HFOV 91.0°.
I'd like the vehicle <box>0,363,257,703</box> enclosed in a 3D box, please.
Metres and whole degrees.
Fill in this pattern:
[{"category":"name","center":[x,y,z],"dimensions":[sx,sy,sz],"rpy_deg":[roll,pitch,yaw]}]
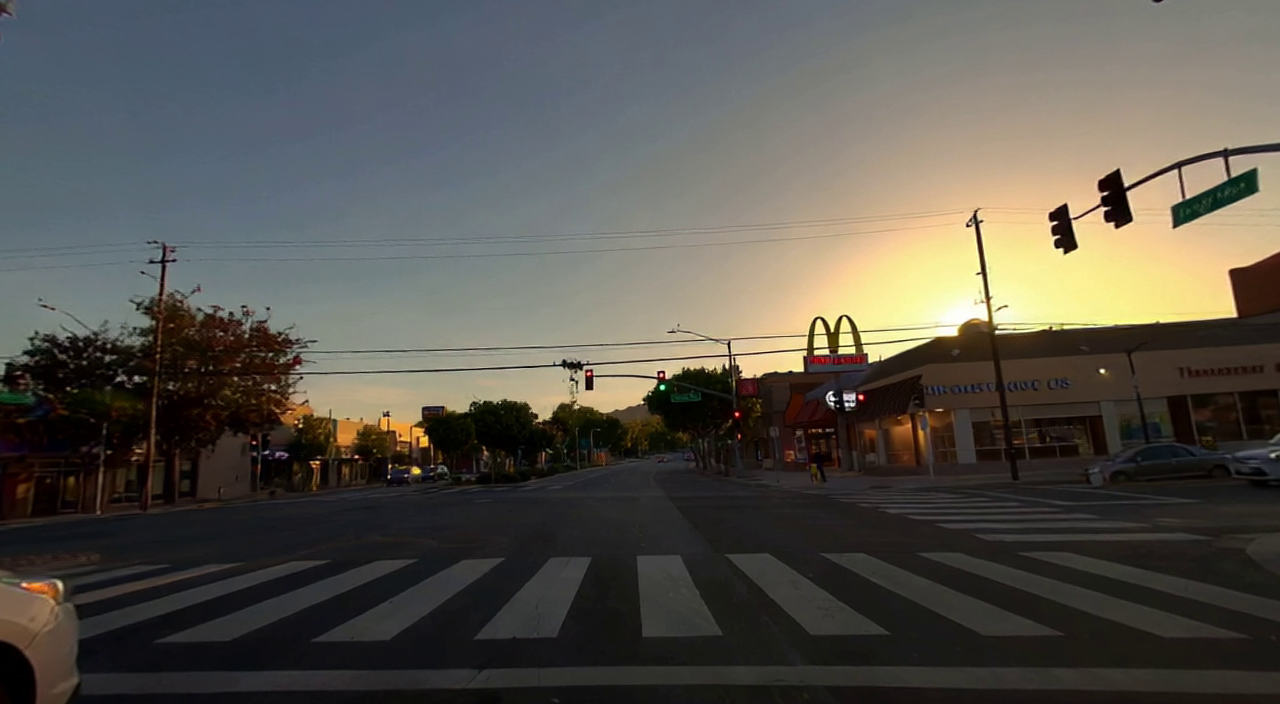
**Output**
[{"category":"vehicle","center":[-3.410,0.739,1.412],"dimensions":[2.081,1.644,4.523],"rpy_deg":[0,-9,3]}]

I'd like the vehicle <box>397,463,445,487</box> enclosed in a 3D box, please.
[{"category":"vehicle","center":[-15.742,8.827,45.417],"dimensions":[1.931,1.471,4.152],"rpy_deg":[0,-9,1]}]

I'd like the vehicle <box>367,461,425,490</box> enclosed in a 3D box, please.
[{"category":"vehicle","center":[-19.210,9.708,49.826],"dimensions":[2.227,2.033,5.614],"rpy_deg":[0,-9,1]}]
